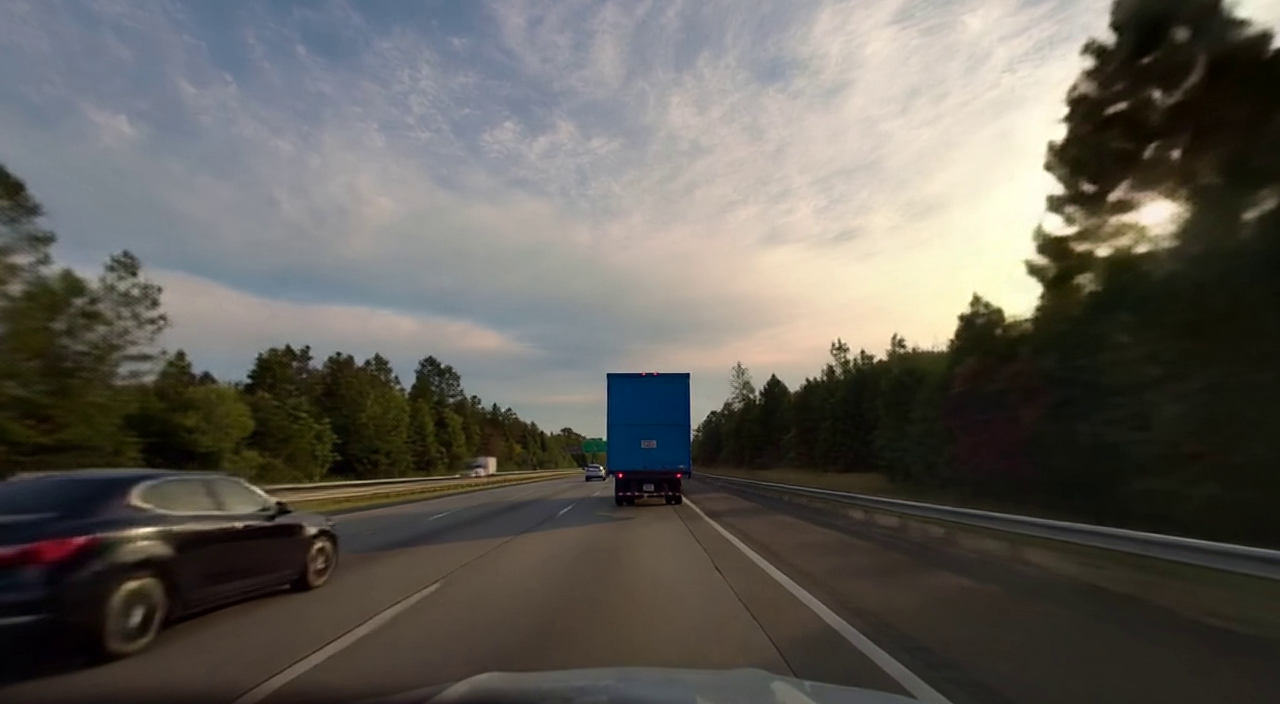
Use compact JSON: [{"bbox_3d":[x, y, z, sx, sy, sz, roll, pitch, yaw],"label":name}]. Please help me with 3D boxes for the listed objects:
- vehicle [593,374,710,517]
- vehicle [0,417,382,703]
[{"bbox_3d":[0.245,3.290,21.210,3.008,3.678,9.512,1,-10,-1],"label":"vehicle"},{"bbox_3d":[-4.097,1.411,4.887,2.079,1.506,4.821,1,-10,1],"label":"vehicle"}]
